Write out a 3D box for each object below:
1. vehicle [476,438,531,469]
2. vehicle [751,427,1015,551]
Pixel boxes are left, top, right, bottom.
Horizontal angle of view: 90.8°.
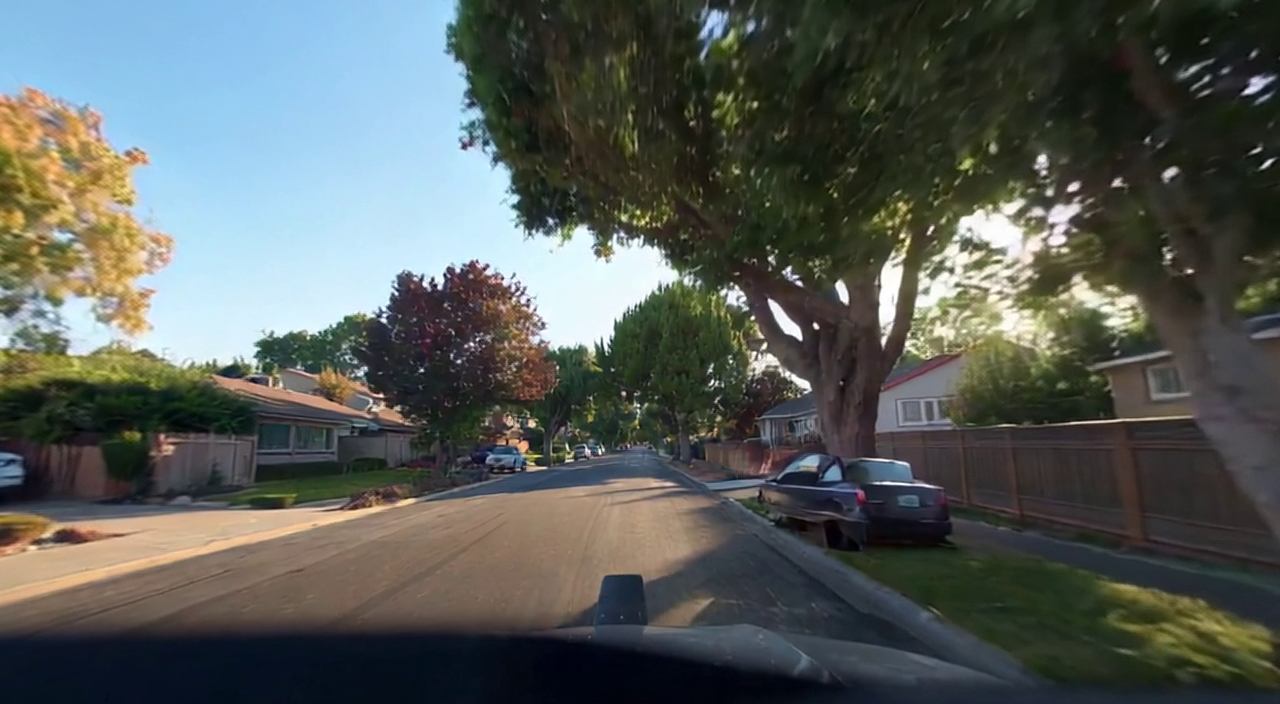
[{"bbox_3d":[-8.595,6.507,40.288,2.352,1.843,4.979,0,-10,0],"label":"vehicle"},{"bbox_3d":[3.529,2.130,10.631,2.291,1.546,5.204,0,-9,-1],"label":"vehicle"}]
